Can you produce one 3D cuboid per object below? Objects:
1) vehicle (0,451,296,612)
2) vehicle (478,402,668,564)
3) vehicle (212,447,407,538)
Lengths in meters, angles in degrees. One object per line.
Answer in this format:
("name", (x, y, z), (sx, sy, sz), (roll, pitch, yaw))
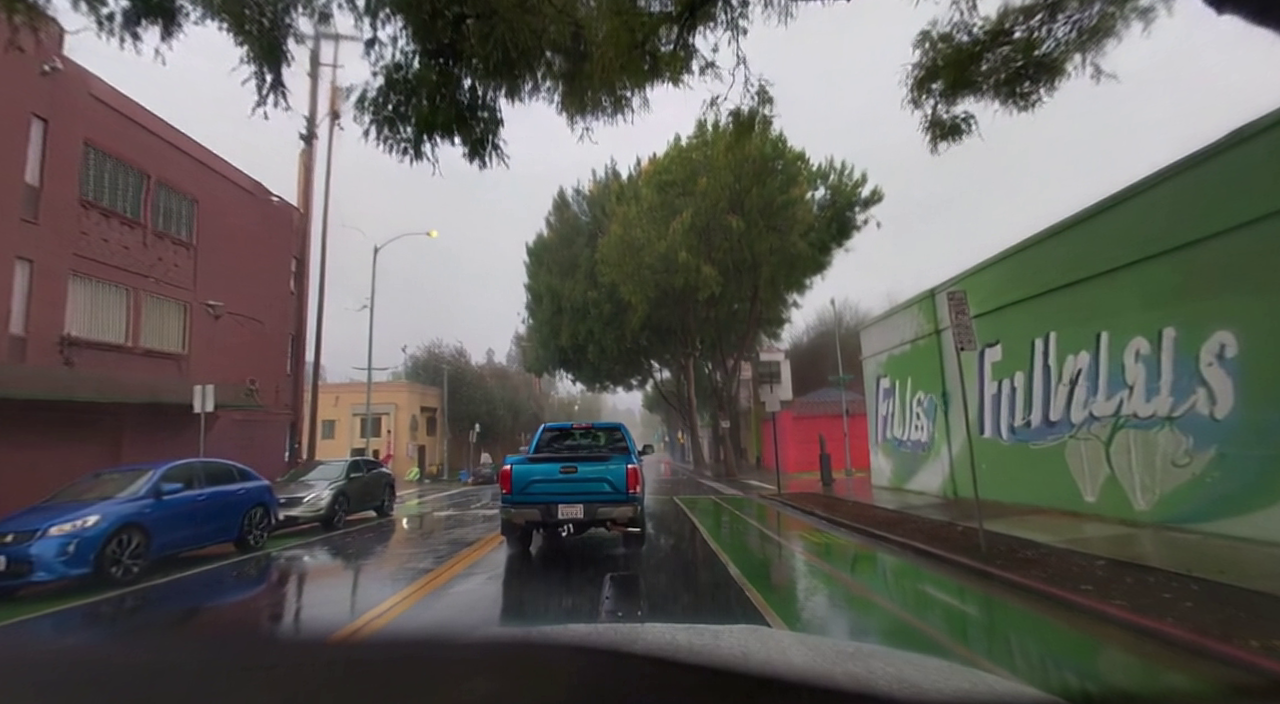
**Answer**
("vehicle", (-7.174, 2.335, 9.251), (1.882, 1.686, 4.489), (0, -8, -2))
("vehicle", (-0.768, 1.881, 9.791), (2.215, 1.882, 4.611), (0, -8, 0))
("vehicle", (-7.406, 3.124, 14.922), (1.884, 1.730, 5.076), (0, -8, 0))
